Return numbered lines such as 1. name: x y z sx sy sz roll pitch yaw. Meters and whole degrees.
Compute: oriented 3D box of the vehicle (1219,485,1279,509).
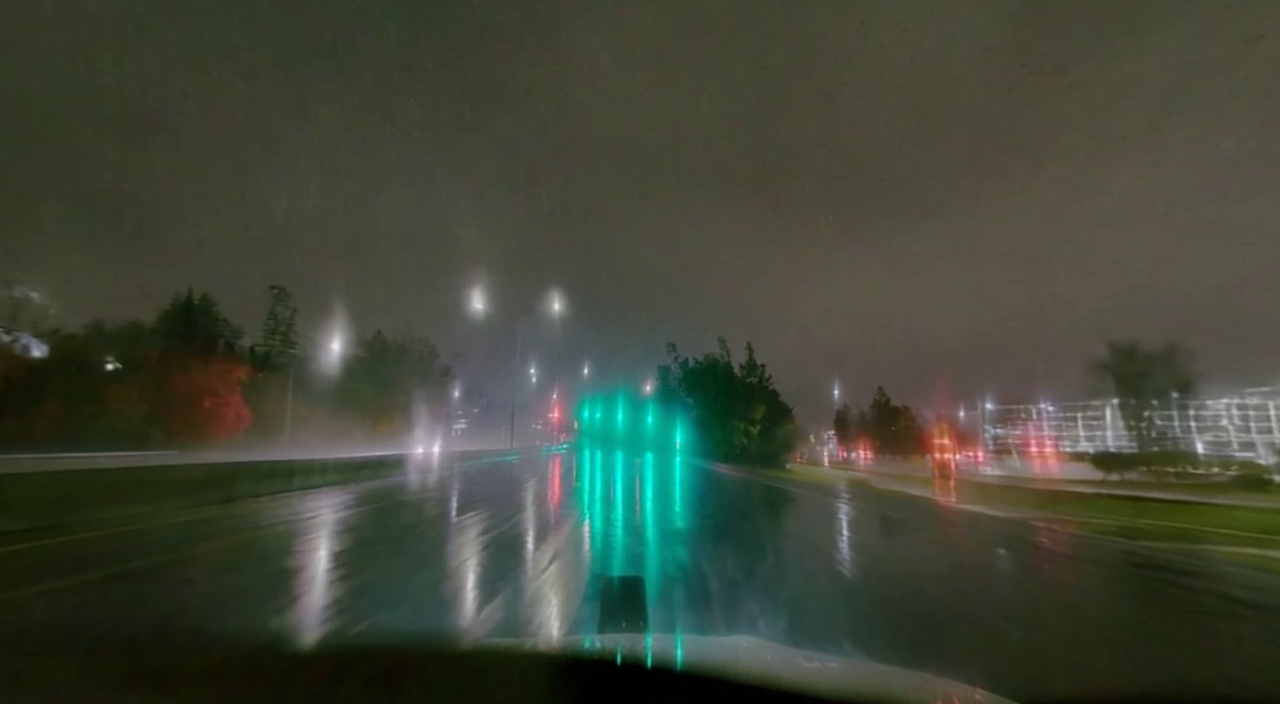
1. vehicle: 45.446 10.714 46.712 4.599 1.530 2.012 6 -11 -25
